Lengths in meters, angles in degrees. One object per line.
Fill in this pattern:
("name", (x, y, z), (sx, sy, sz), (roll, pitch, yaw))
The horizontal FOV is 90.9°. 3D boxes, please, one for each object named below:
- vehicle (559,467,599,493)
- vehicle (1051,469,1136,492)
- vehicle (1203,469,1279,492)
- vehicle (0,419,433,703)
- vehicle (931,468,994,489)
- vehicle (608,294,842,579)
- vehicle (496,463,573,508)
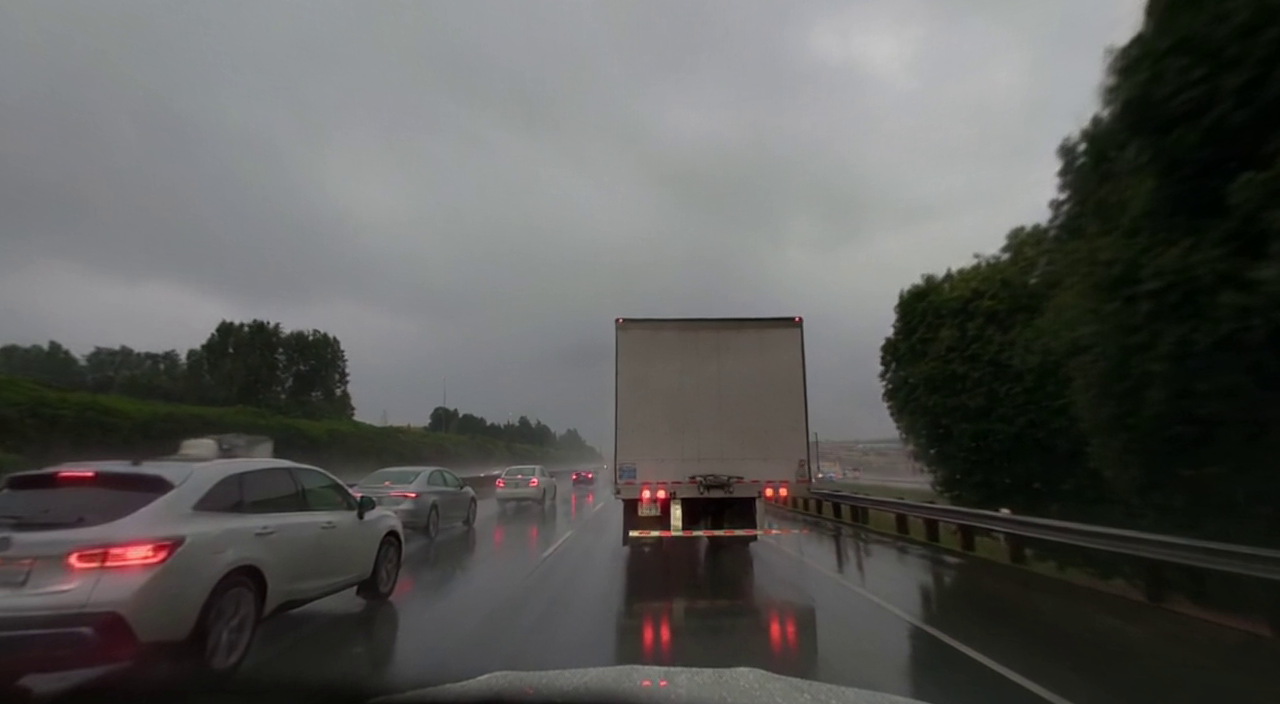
("vehicle", (-3.524, 7.466, 36.849), (1.867, 1.418, 3.670), (0, -11, 1))
("vehicle", (31.372, 8.883, 43.702), (4.299, 1.465, 1.807), (-2, -11, 13))
("vehicle", (41.179, 8.764, 42.904), (3.974, 1.485, 1.709), (1, -11, -2))
("vehicle", (-3.511, 1.485, 5.137), (1.983, 1.509, 4.679), (1, -11, 1))
("vehicle", (24.418, 9.556, 47.814), (4.107, 1.485, 1.796), (-5, -12, 27))
("vehicle", (0.950, 1.797, 12.196), (2.831, 3.529, 8.689), (1, -11, -1))
("vehicle", (-3.768, 4.885, 23.314), (1.964, 1.482, 4.371), (0, -11, 1))
